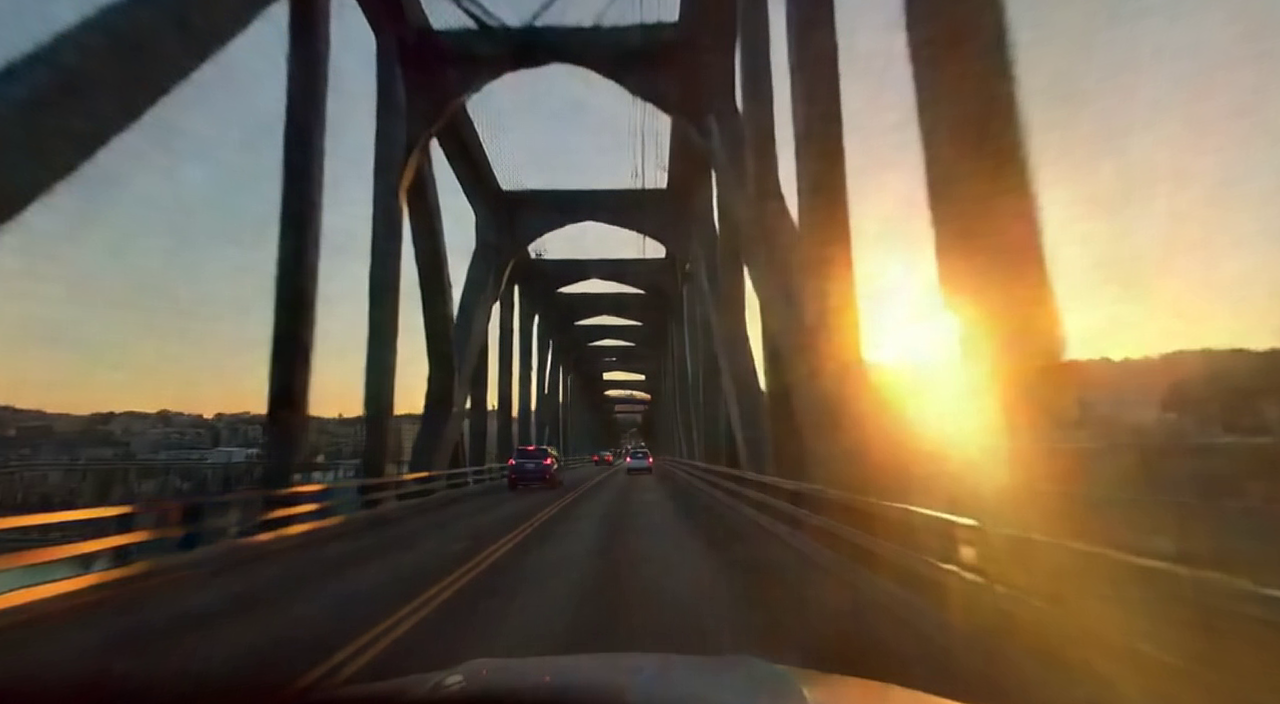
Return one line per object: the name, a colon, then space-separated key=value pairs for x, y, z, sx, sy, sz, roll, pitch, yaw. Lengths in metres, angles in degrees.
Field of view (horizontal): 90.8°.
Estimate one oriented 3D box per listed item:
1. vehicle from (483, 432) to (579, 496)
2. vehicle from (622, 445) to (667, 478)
vehicle: x=-3.345 y=3.553 z=20.442 sx=2.190 sy=1.807 sz=4.741 roll=0 pitch=-9 yaw=1
vehicle: x=0.210 y=5.203 z=30.344 sx=2.048 sy=1.450 sz=3.973 roll=0 pitch=-9 yaw=0
